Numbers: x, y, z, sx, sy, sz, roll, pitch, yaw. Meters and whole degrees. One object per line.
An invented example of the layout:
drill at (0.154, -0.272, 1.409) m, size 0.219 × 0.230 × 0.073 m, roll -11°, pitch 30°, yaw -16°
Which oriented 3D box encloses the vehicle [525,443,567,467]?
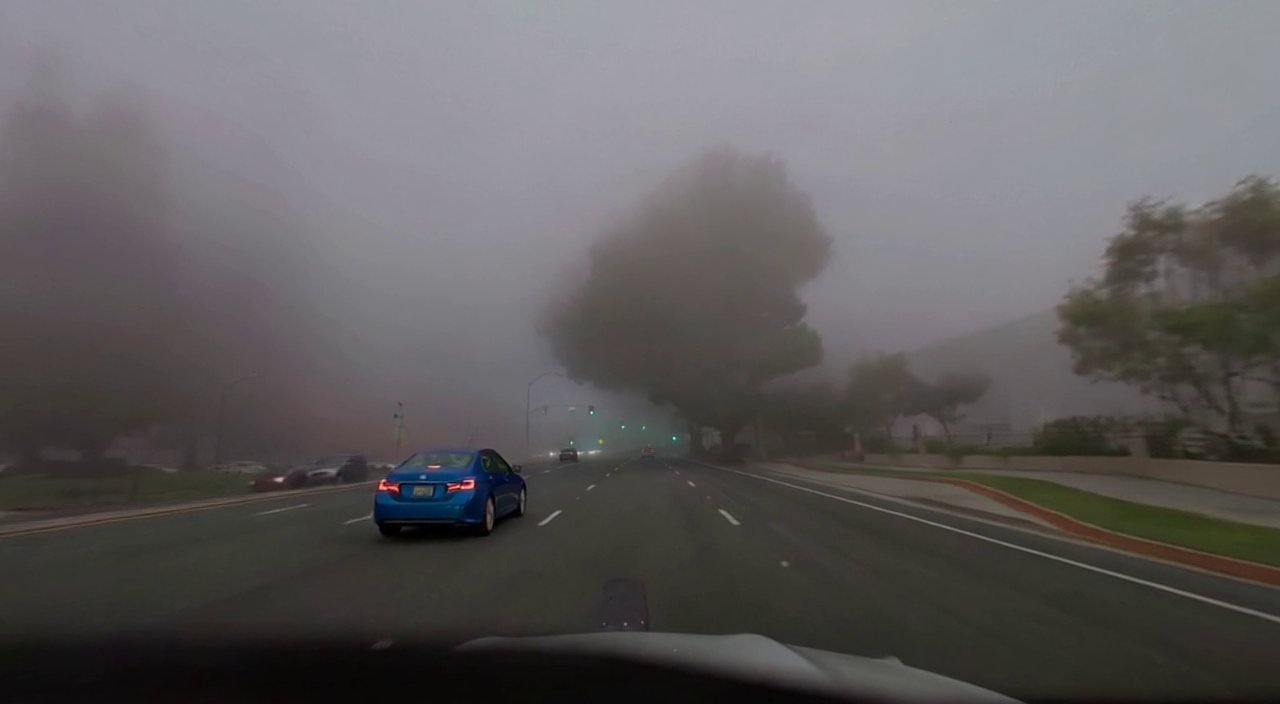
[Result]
vehicle at (-6.341, 6.999, 43.039) m, size 2.027 × 1.501 × 4.707 m, roll 0°, pitch -9°, yaw 1°

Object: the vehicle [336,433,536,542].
vehicle at (-3.183, 2.214, 10.951) m, size 1.924 × 1.480 × 4.421 m, roll 0°, pitch -9°, yaw 1°

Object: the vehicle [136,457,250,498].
vehicle at (-21.618, 6.046, 30.785) m, size 1.960 × 1.718 × 4.826 m, roll 0°, pitch -9°, yaw 1°
